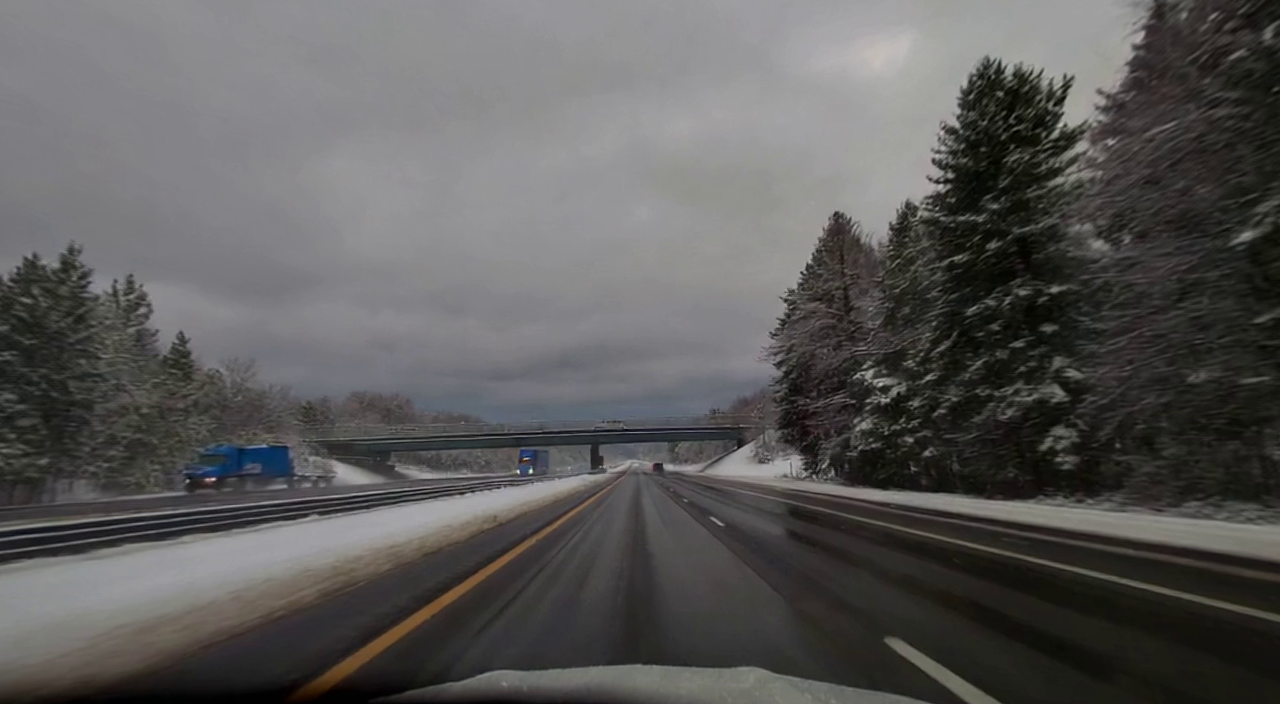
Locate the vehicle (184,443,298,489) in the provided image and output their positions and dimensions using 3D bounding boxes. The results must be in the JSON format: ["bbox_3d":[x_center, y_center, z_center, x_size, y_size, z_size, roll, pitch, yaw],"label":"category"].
[{"bbox_3d":[-30.912,8.958,49.460,2.837,3.196,9.119,1,-10,1],"label":"vehicle"}]
